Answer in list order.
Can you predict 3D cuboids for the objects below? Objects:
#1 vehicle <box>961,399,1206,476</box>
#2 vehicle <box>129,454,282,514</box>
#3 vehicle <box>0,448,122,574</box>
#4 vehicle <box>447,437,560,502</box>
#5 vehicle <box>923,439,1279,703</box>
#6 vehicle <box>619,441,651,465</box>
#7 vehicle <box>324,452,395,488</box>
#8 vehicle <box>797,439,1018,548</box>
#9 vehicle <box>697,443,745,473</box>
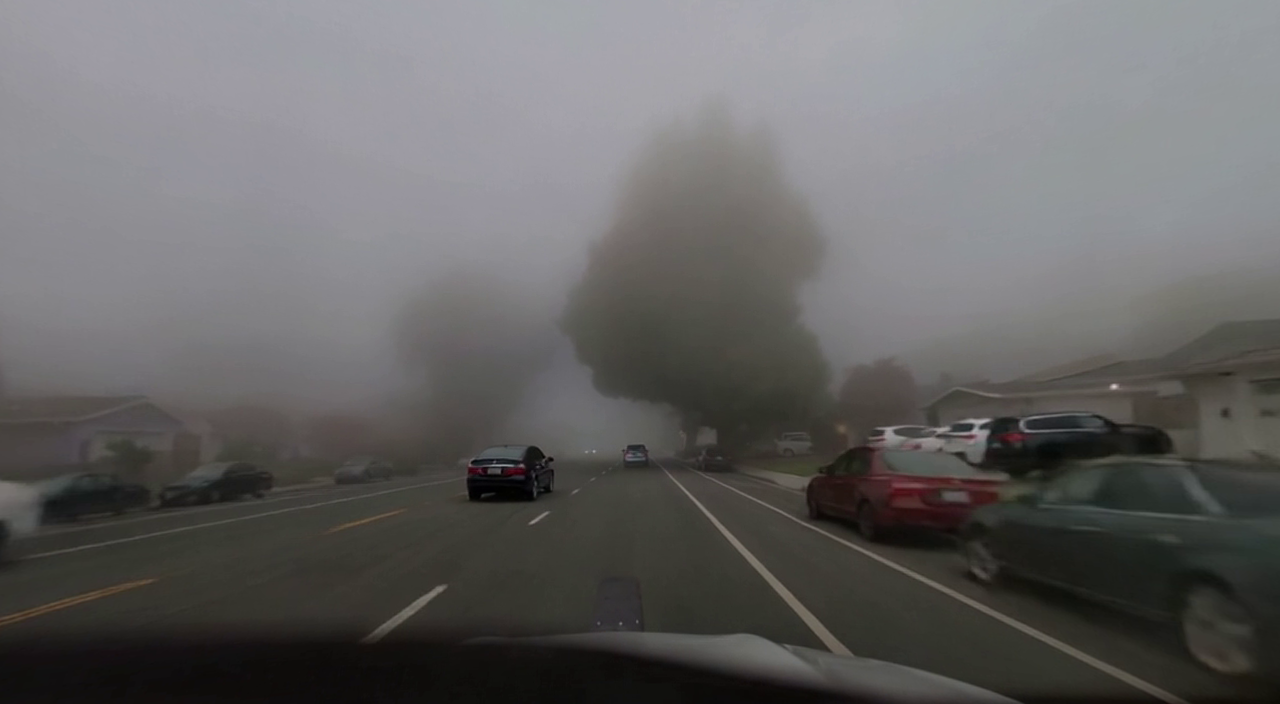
[{"bbox_3d":[11.581,2.281,16.800,4.923,1.878,1.953,0,-8,2],"label":"vehicle"},{"bbox_3d":[-14.600,4.422,21.651,1.904,1.497,4.848,-5,-8,-1],"label":"vehicle"},{"bbox_3d":[-8.784,1.799,6.813,2.075,1.487,4.792,-1,-8,5],"label":"vehicle"},{"bbox_3d":[-3.462,3.068,16.946,2.027,1.477,4.413,0,-8,0],"label":"vehicle"},{"bbox_3d":[4.061,1.381,4.584,1.881,1.453,4.574,0,-8,0],"label":"vehicle"},{"bbox_3d":[-0.332,6.895,43.317,2.088,1.495,4.048,0,-8,-1],"label":"vehicle"},{"bbox_3d":[-14.824,6.206,33.663,1.998,1.498,4.668,-5,-8,-5],"label":"vehicle"},{"bbox_3d":[4.225,2.275,10.958,1.881,1.480,4.536,0,-8,0],"label":"vehicle"},{"bbox_3d":[4.267,5.653,34.044,1.944,1.470,4.530,0,-8,-1],"label":"vehicle"}]
